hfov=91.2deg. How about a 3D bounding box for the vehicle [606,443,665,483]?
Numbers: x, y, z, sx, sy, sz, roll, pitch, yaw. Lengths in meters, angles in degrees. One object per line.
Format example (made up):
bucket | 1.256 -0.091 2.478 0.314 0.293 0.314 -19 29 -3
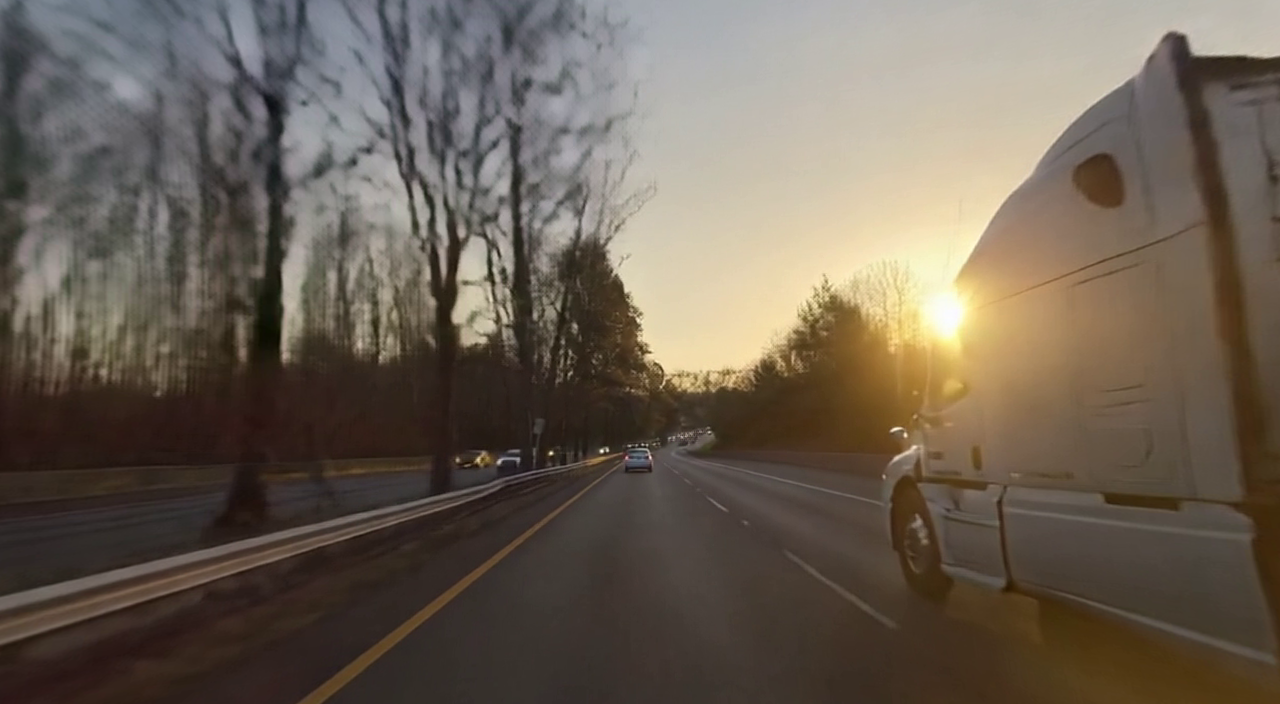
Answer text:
vehicle | -0.212 4.554 25.987 2.244 1.506 4.097 0 -9 -1

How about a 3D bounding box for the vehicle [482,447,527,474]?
vehicle | -8.799 7.050 41.023 1.957 1.603 4.476 0 -9 0

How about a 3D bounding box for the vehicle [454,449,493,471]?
vehicle | -12.973 8.425 49.154 1.906 1.607 4.230 0 -9 -1

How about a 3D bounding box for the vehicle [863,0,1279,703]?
vehicle | 4.372 0.049 4.197 3.351 3.699 5.995 0 -9 -1
